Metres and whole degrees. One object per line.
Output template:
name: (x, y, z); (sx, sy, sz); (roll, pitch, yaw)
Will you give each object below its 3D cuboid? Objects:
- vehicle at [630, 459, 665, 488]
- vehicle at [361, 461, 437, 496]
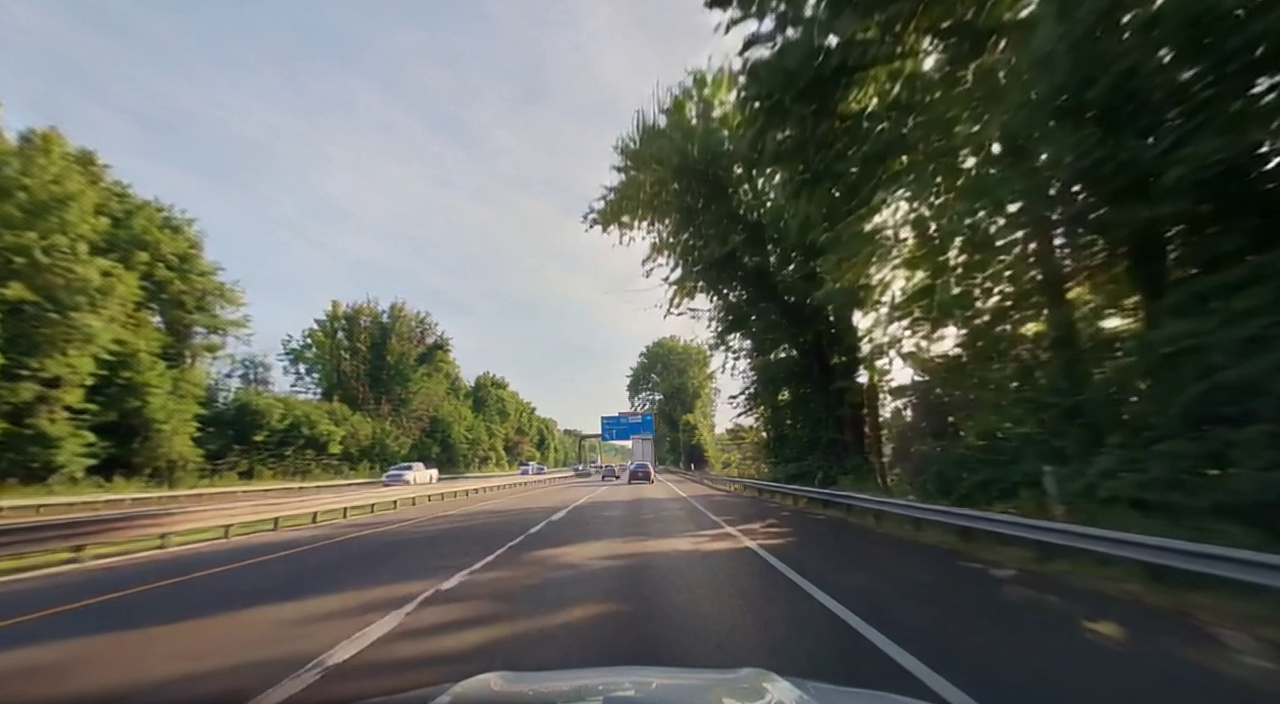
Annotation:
vehicle: (0.439, 7.691, 39.872); (2.048, 1.663, 4.377); (1, -10, 0)
vehicle: (-11.257, 5.951, 29.741); (1.894, 1.469, 3.976); (1, -10, 1)
